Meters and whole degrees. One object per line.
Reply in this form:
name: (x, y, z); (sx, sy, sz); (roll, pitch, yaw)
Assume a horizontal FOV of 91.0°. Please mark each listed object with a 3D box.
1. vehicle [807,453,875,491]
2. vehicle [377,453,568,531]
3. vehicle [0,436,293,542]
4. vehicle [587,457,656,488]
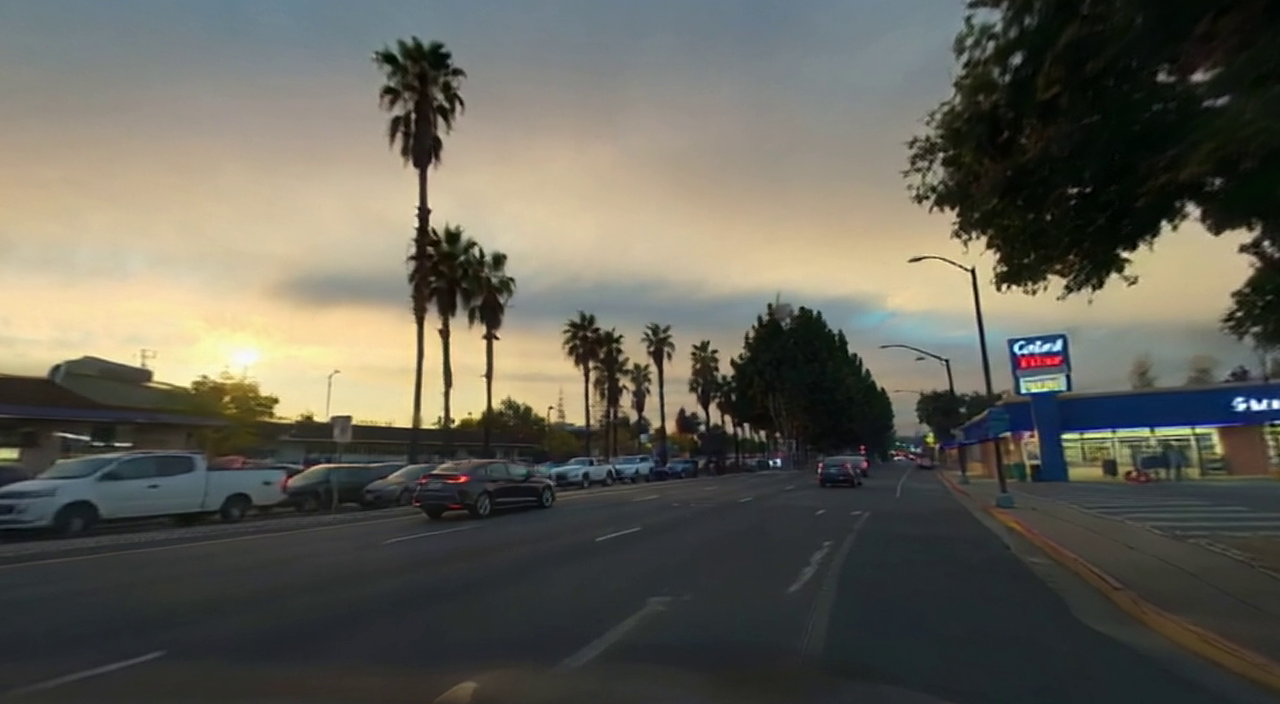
vehicle: (9.175, 5.345, 28.466); (2.139, 1.461, 4.918); (-4, -10, 26)
vehicle: (-3.790, 3.220, 15.192); (2.090, 1.520, 4.452); (-4, -9, 23)
vehicle: (-10.384, 2.911, 13.460); (1.989, 1.792, 4.884); (-6, -13, 22)
vehicle: (-0.936, 6.650, 35.135); (1.981, 1.493, 4.721); (-4, -9, 23)
